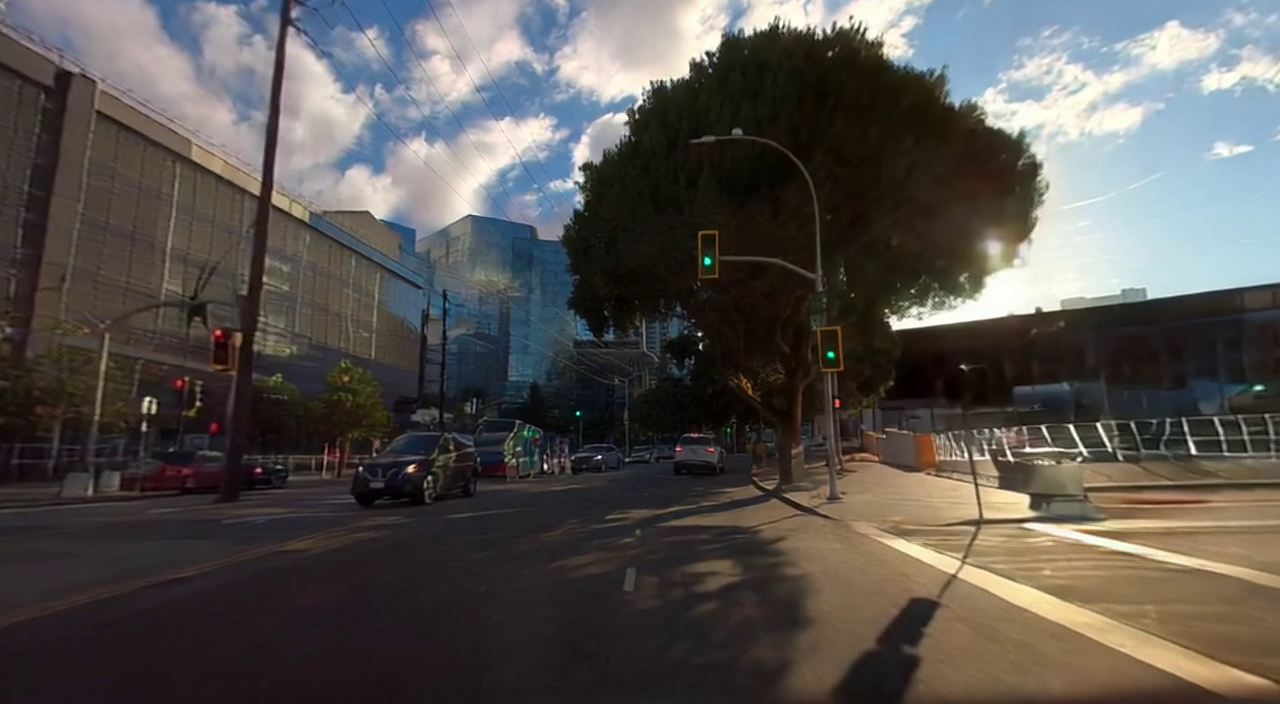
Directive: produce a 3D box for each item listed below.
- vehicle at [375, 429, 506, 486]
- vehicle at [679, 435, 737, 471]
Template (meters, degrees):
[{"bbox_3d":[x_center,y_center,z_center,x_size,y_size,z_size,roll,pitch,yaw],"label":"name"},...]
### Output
[{"bbox_3d":[-6.480,3.486,21.161,2.017,1.684,4.483,-2,-9,15],"label":"vehicle"},{"bbox_3d":[3.626,5.231,32.819,2.101,1.721,4.364,-3,-9,18],"label":"vehicle"}]
